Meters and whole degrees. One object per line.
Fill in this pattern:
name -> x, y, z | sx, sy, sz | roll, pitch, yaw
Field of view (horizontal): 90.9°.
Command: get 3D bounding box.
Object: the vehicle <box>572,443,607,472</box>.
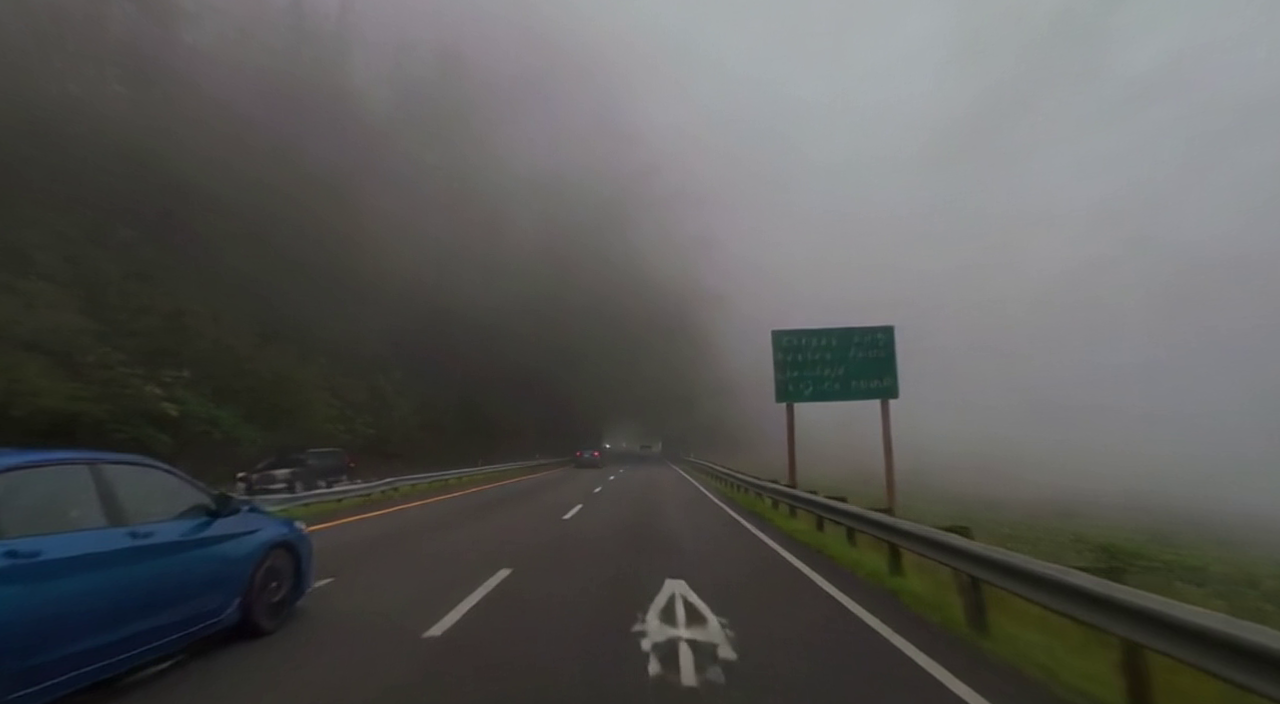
vehicle -> -2.855, 6.038, 36.246 | 1.675, 1.537, 3.574 | 0, -9, 1

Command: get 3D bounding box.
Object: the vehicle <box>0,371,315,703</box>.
vehicle -> -3.240, 0.920, 2.621 | 1.846, 1.566, 3.525 | 0, -9, 0
